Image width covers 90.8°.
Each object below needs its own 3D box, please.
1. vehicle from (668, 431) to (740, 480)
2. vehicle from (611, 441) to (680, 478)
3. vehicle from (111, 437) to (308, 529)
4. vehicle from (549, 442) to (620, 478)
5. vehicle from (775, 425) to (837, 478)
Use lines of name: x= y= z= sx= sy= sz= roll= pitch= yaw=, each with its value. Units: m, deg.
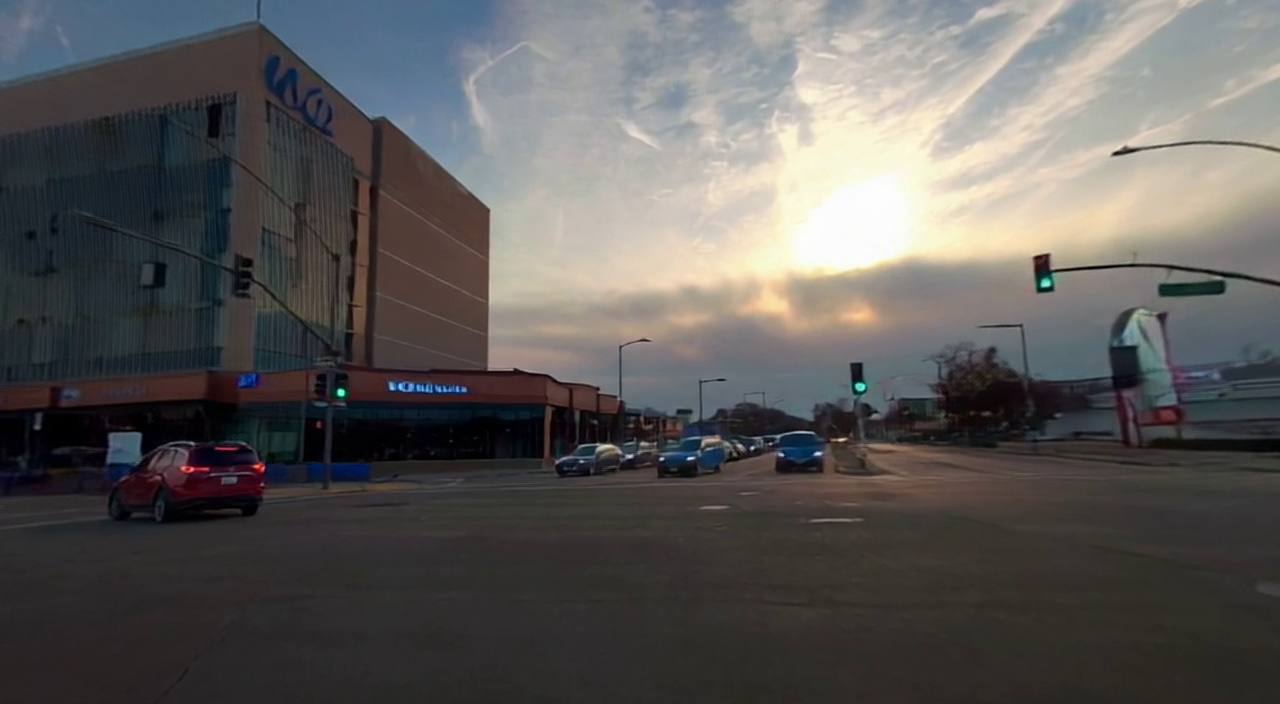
vehicle: x=2.752 y=4.227 z=26.024 sx=2.162 sy=1.788 sz=4.602 roll=-3 pitch=-9 yaw=15
vehicle: x=0.340 y=4.930 z=29.174 sx=2.163 sy=1.529 sz=4.210 roll=-3 pitch=-9 yaw=15
vehicle: x=-9.932 y=2.898 z=14.520 sx=4.445 sy=1.762 sz=2.238 roll=-7 pitch=-11 yaw=36
vehicle: x=-2.593 y=5.207 z=30.674 sx=2.005 sy=1.596 sz=4.342 roll=-3 pitch=-9 yaw=16
vehicle: x=6.742 y=4.075 z=26.067 sx=2.160 sy=1.948 sz=4.784 roll=-3 pitch=-9 yaw=12
